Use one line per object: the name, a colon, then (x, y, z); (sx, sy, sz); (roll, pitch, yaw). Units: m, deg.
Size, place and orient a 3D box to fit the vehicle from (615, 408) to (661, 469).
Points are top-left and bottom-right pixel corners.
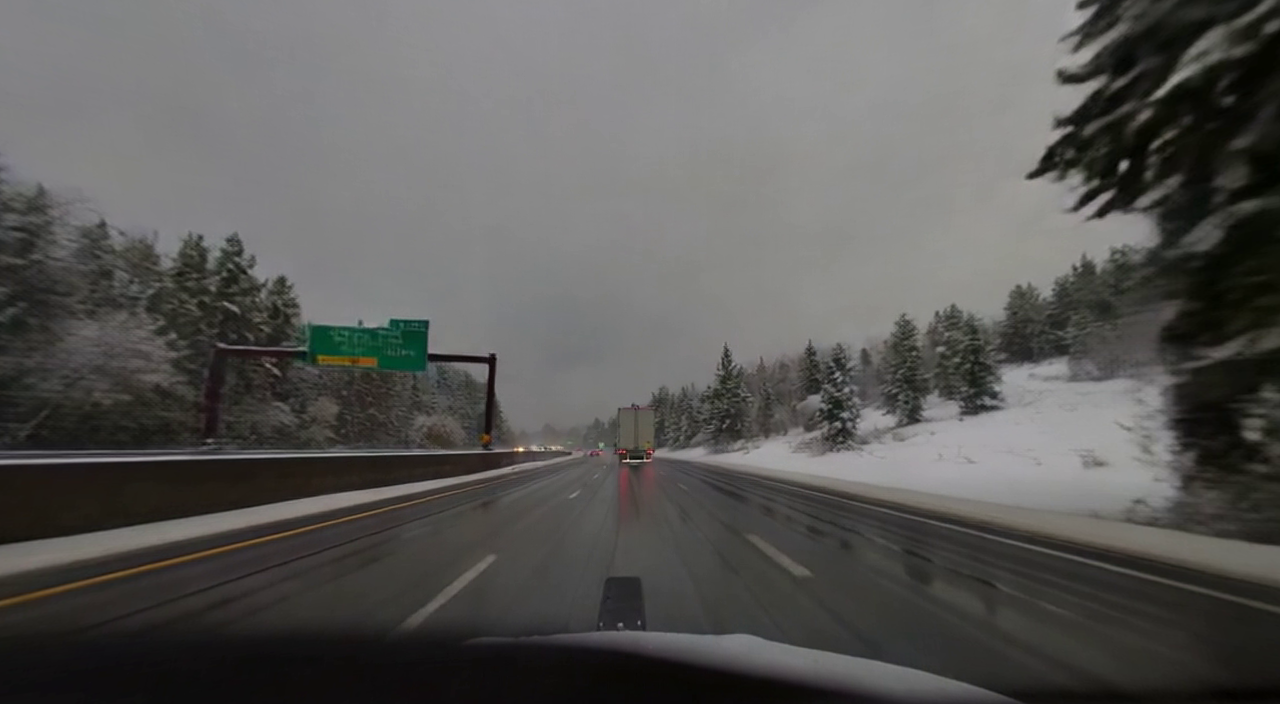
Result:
vehicle: (-0.316, 6.502, 46.764); (2.962, 3.953, 10.696); (0, -9, -3)
